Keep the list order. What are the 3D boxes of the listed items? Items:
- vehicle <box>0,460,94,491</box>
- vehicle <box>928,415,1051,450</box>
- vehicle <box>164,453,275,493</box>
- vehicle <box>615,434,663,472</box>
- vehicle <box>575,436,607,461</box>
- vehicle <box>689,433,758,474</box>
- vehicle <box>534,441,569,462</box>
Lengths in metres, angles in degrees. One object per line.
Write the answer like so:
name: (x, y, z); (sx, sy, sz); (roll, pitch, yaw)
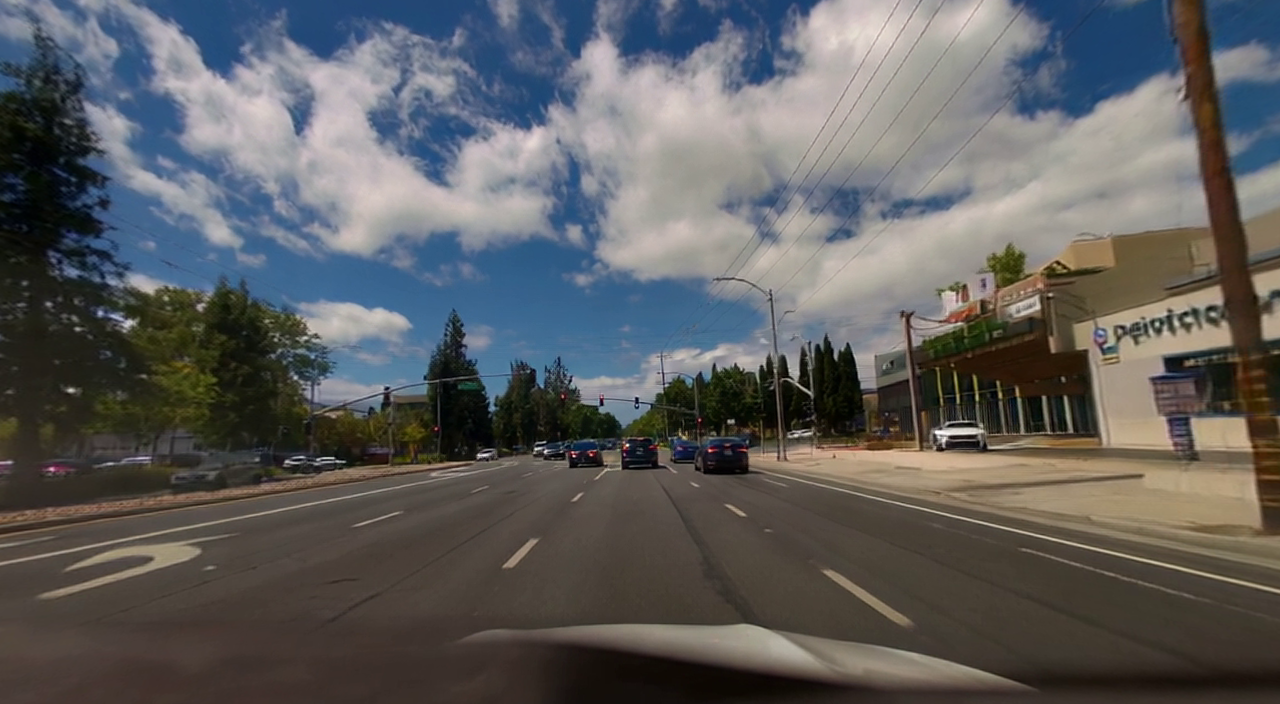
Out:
vehicle: (-34.287, 6.993, 35.902); (4.508, 1.542, 1.883); (5, -10, -30)
vehicle: (15.645, 3.653, 28.465); (4.344, 1.512, 1.936); (-1, -9, 6)
vehicle: (-18.034, 5.170, 27.393); (1.832, 1.515, 4.369); (0, -9, -1)
vehicle: (-0.127, 4.839, 30.528); (2.146, 1.685, 4.003); (0, -9, -2)
vehicle: (-3.579, 7.166, 46.940); (2.106, 1.778, 4.444); (0, -9, 0)
vehicle: (3.561, 4.448, 27.881); (2.198, 1.660, 4.512); (0, -9, -3)
vehicle: (-6.630, 7.489, 47.633); (1.954, 1.473, 4.350); (0, -8, 1)
